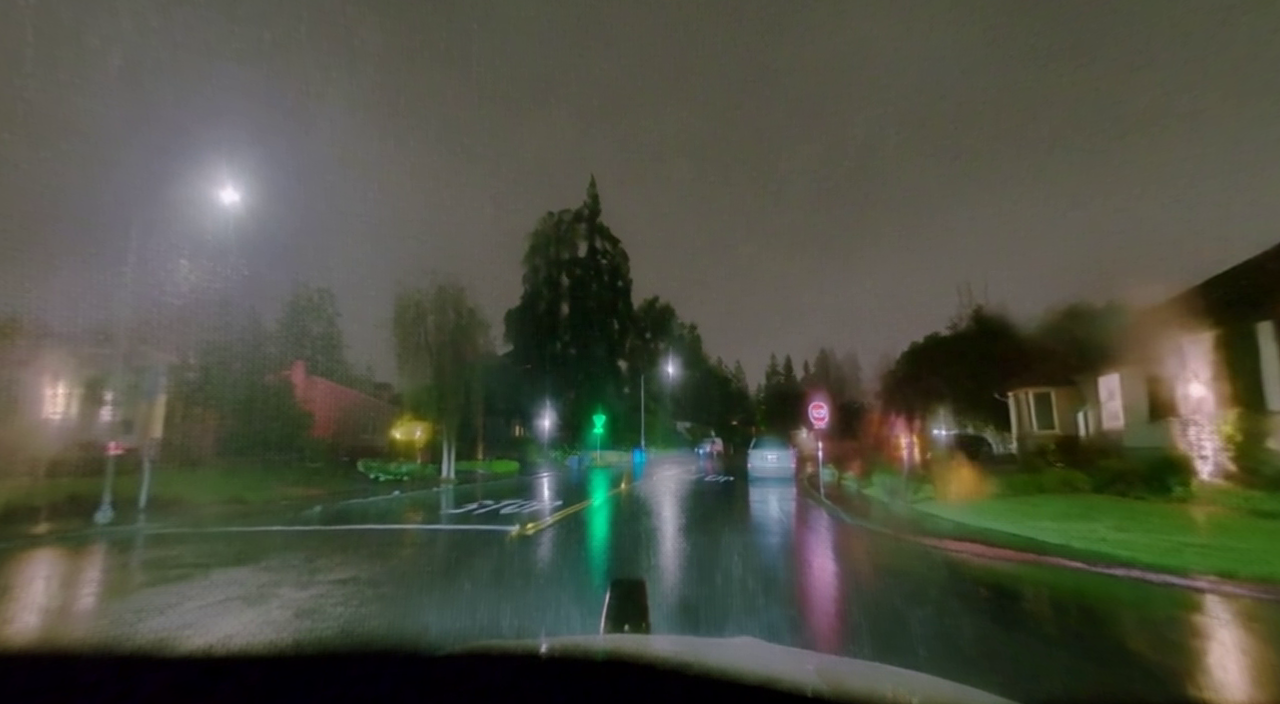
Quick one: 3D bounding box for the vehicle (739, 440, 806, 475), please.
[{"bbox_3d":[6.953,5.423,32.610,2.692,1.649,4.689,-3,-9,20],"label":"vehicle"}]
